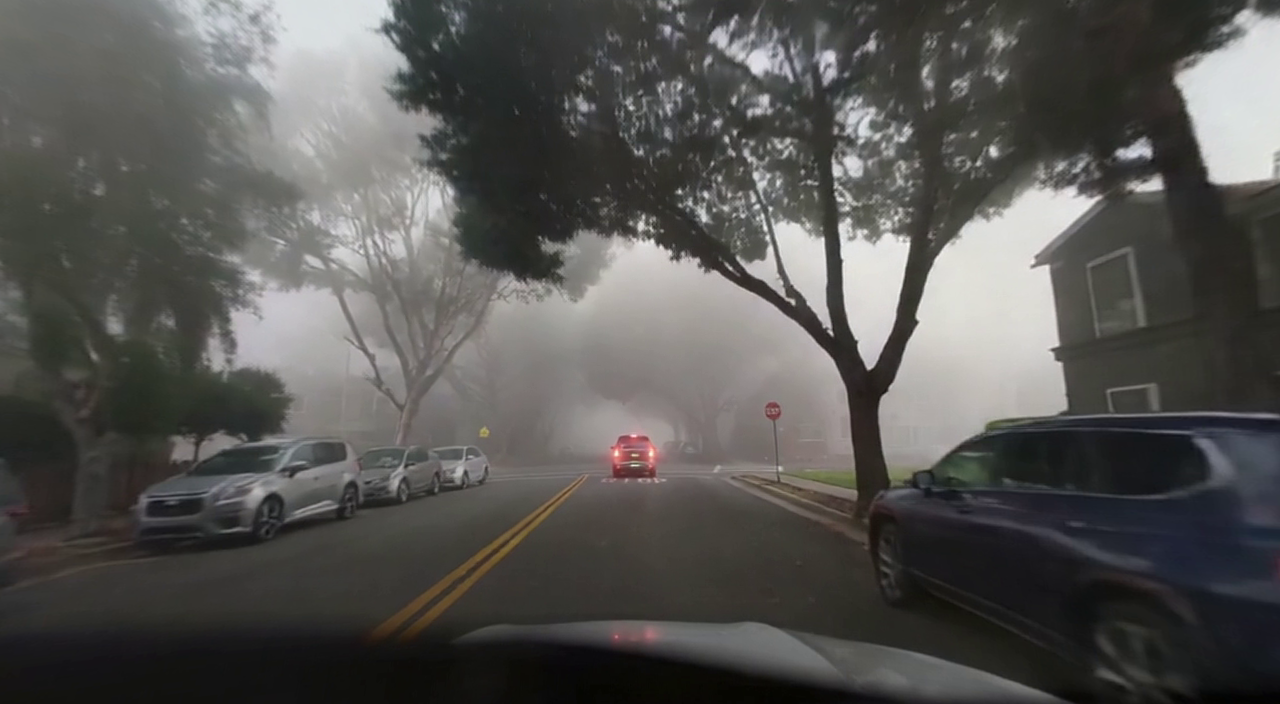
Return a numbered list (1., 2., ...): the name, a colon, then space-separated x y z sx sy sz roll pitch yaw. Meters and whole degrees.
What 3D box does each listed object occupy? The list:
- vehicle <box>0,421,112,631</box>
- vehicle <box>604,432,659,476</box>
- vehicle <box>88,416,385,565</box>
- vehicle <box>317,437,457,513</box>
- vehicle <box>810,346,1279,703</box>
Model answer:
1. vehicle: -5.983 1.218 3.860 1.955 1.659 4.324 1 -8 -5
2. vehicle: -0.360 4.338 27.084 2.172 1.722 4.201 0 -8 -1
3. vehicle: -6.000 2.067 10.193 1.899 1.615 4.624 -7 -8 -2
4. vehicle: -6.203 3.039 16.031 1.975 1.515 4.179 -3 -9 -2
5. vehicle: 2.721 1.077 4.009 2.071 1.608 4.547 0 -7 1
